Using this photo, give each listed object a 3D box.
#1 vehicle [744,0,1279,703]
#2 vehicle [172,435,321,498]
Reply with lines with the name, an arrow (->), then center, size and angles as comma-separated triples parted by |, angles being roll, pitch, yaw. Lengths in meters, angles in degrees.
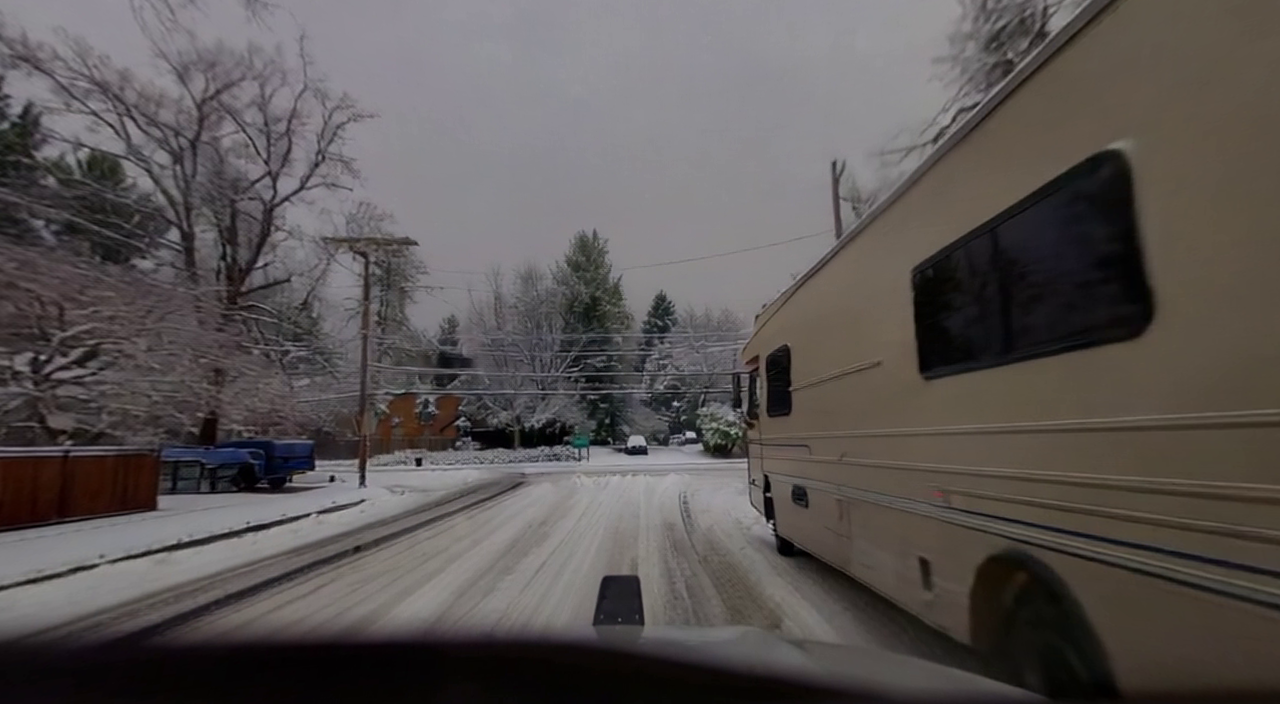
vehicle -> 3.154, 0.512, 5.327 | 2.915, 3.243, 8.972 | 0, -8, -1
vehicle -> -12.942, 3.757, 21.156 | 2.111, 1.856, 4.803 | 0, -8, -4
